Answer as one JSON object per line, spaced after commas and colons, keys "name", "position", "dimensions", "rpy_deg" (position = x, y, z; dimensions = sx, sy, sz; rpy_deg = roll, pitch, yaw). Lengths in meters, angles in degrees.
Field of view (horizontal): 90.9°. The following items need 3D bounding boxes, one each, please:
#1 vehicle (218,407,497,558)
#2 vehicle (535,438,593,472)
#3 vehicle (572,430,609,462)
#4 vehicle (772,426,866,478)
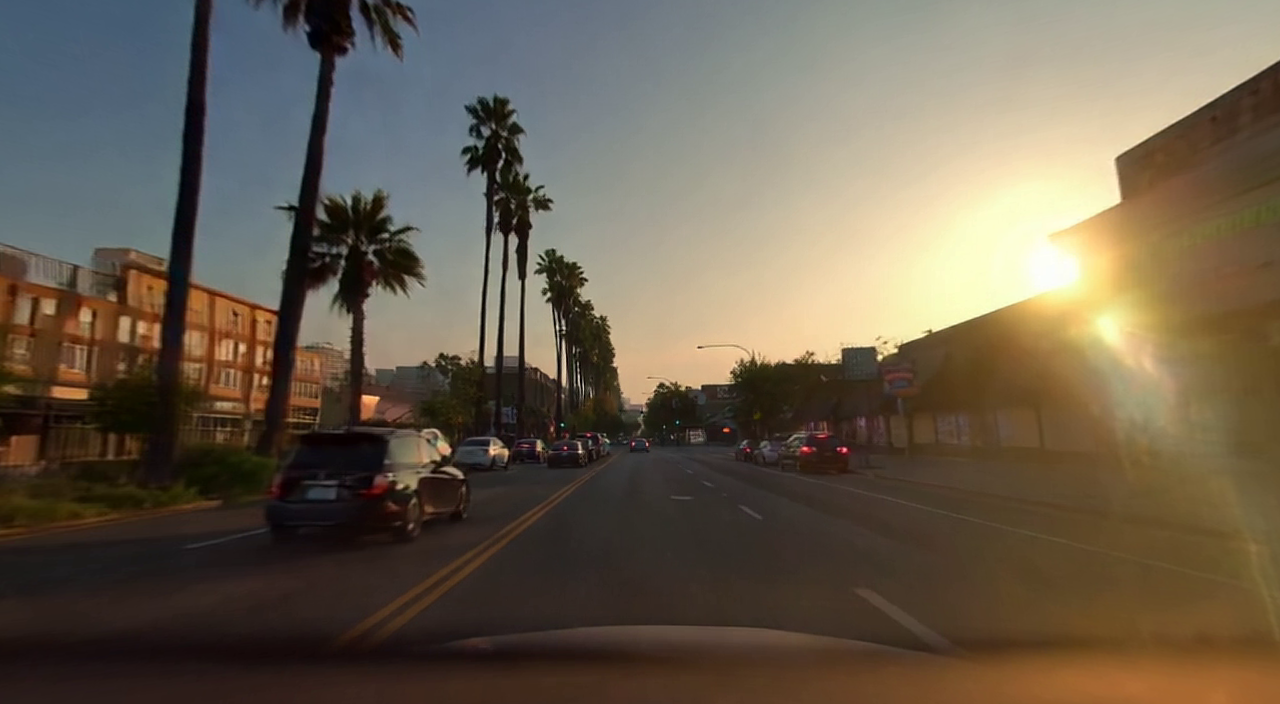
{"name": "vehicle", "position": [-3.573, 1.741, 9.027], "dimensions": [2.024, 1.636, 4.121], "rpy_deg": [0, -8, 1]}
{"name": "vehicle", "position": [-3.458, 4.798, 29.646], "dimensions": [2.044, 1.462, 4.624], "rpy_deg": [0, -8, 1]}
{"name": "vehicle", "position": [-3.216, 6.249, 41.907], "dimensions": [2.158, 2.040, 4.511], "rpy_deg": [0, -8, 0]}
{"name": "vehicle", "position": [7.431, 4.245, 26.947], "dimensions": [2.256, 1.936, 5.838], "rpy_deg": [0, -8, 0]}
